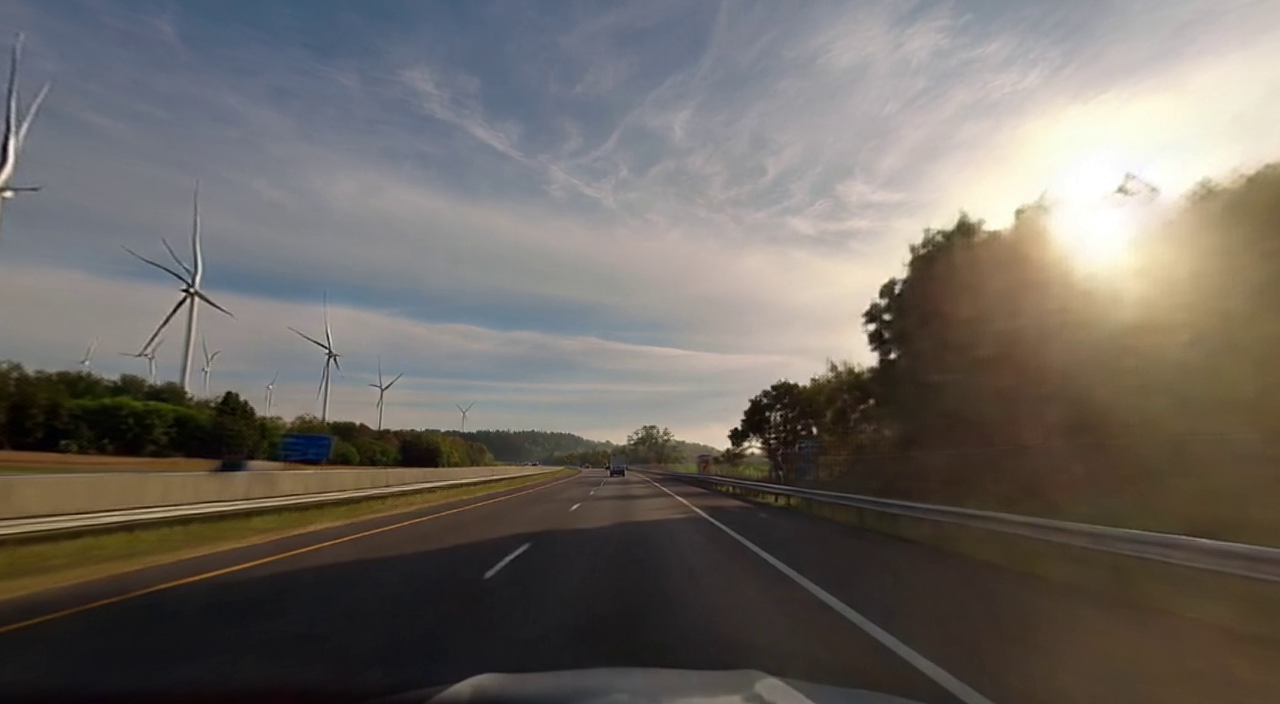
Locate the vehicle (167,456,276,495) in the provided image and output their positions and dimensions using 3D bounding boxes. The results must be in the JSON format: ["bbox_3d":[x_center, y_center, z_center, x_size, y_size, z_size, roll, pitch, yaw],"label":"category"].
[{"bbox_3d":[-17.285,5.116,26.270,1.818,1.471,3.973,1,-10,-1],"label":"vehicle"}]
